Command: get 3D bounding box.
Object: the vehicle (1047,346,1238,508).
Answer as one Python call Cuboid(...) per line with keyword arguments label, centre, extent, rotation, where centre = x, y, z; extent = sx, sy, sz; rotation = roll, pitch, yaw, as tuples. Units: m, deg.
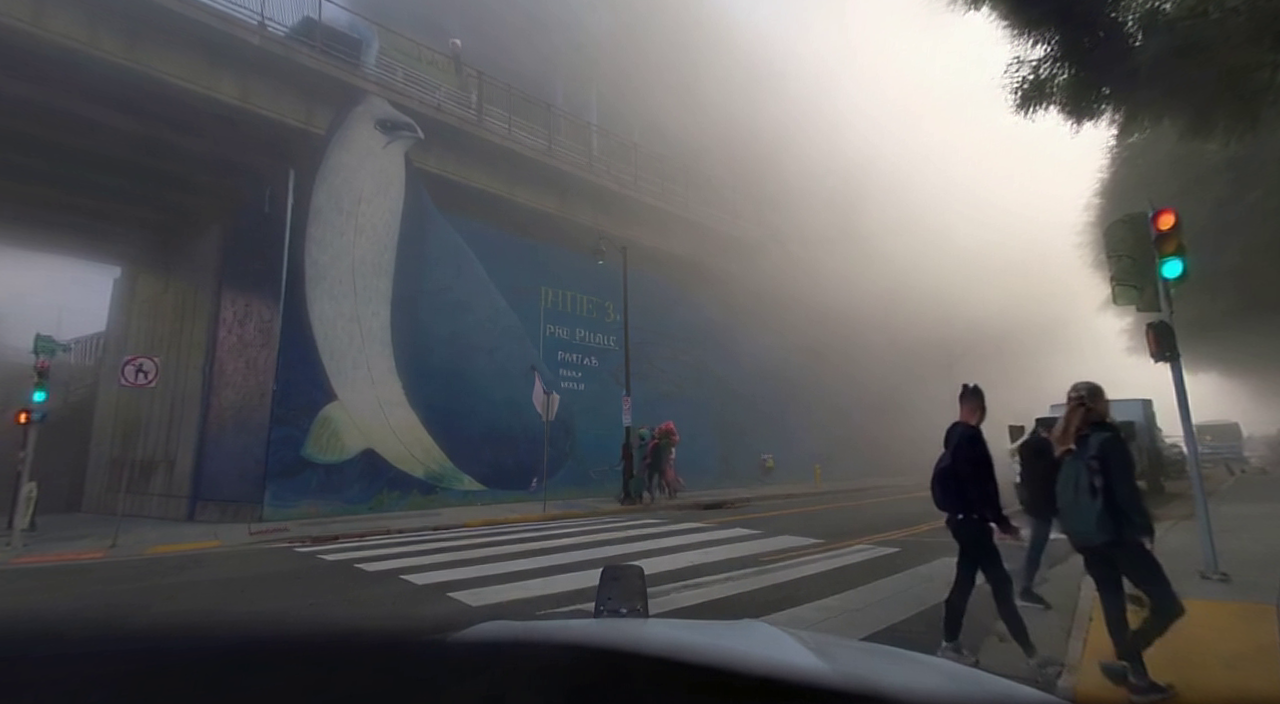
Cuboid(label="vehicle", centre=(15.780, 2.385, 19.353), extent=(9.347, 3.893, 2.849), rotation=(7, -11, -42))
